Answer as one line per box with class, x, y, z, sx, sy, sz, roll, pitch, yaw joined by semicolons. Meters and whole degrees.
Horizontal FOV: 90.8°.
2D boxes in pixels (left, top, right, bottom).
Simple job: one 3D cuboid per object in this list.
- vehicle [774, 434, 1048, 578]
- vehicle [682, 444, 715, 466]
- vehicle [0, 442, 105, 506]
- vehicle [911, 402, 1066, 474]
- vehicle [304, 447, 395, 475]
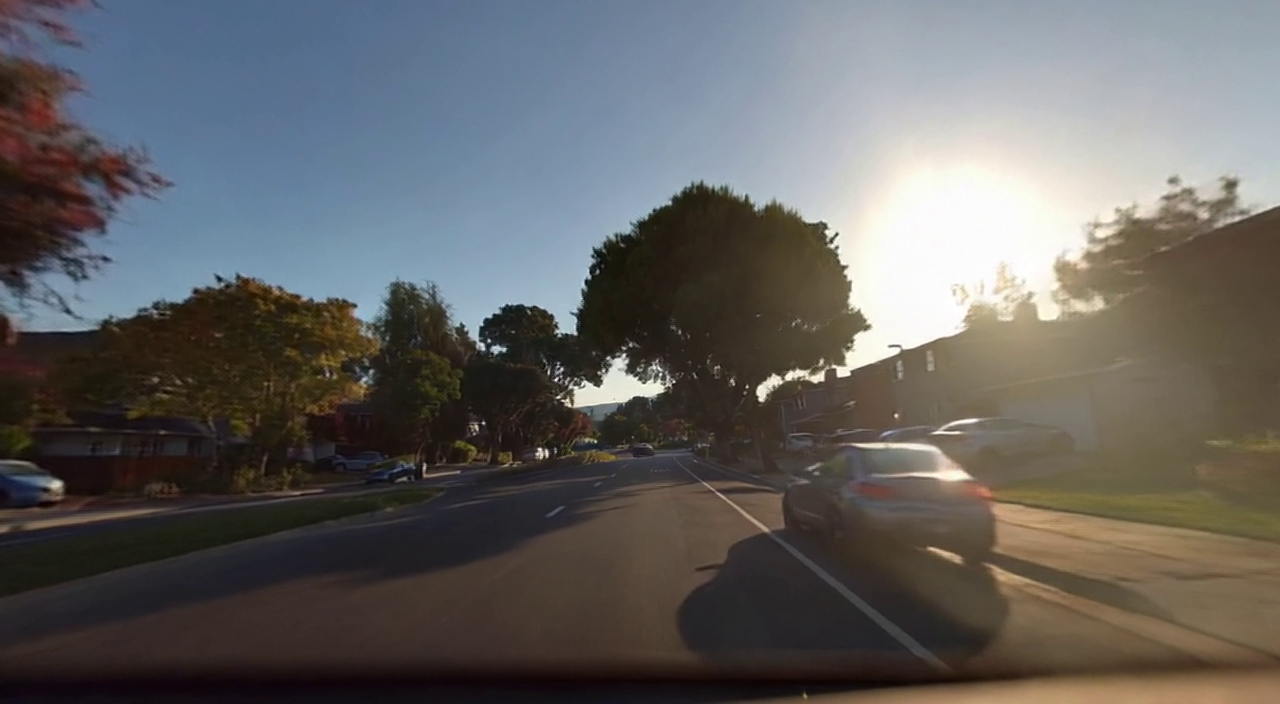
vehicle;3.273;1.915;8.746;2.016;1.477;4.207;0;-8;2
vehicle;4.296;7.678;47.203;2.104;1.524;4.524;1;-8;1
vehicle;-20.871;3.925;20.679;4.691;1.810;2.079;2;-8;1
vehicle;11.151;2.714;20.169;4.591;1.867;2.057;0;-9;-31
vehicle;-19.524;7.345;42.543;5.044;1.782;2.152;0;-8;3
